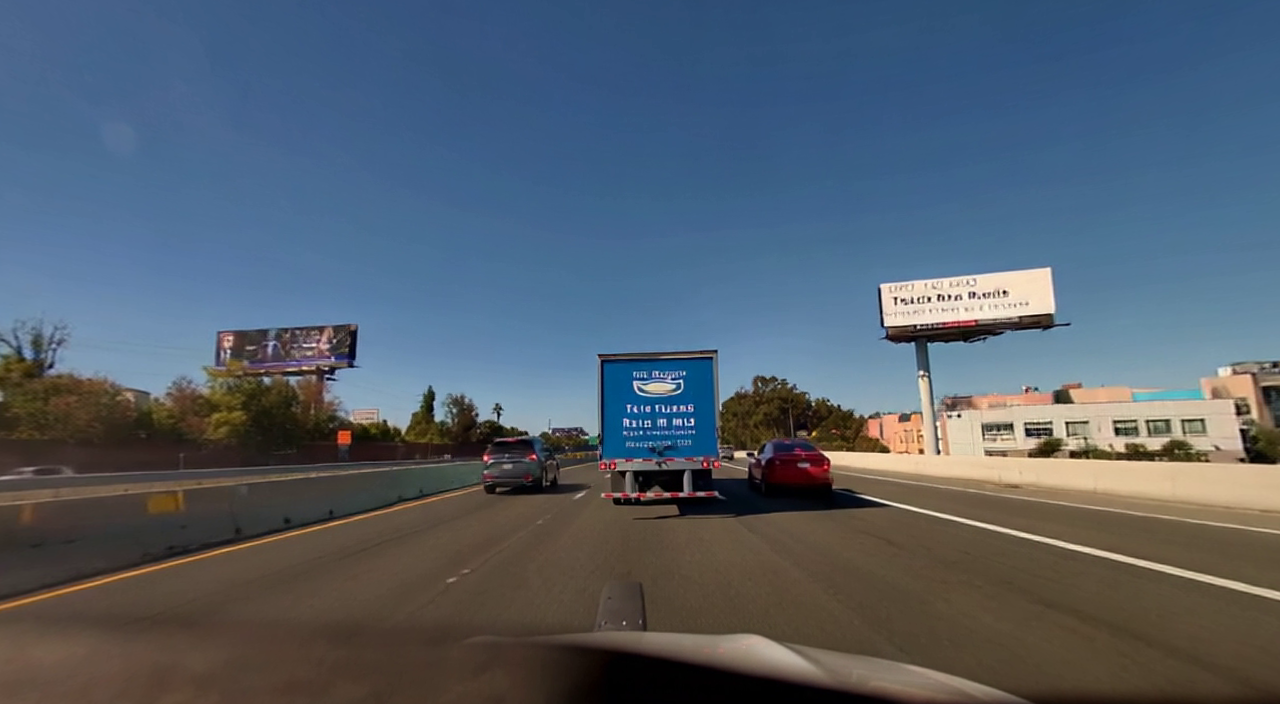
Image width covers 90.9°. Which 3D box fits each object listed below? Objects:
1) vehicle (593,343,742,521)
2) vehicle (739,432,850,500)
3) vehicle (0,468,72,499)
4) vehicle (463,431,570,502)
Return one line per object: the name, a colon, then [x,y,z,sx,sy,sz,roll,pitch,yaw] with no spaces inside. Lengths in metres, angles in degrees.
vehicle: [0.588,2.090,16.053,2.733,3.296,8.571,0,-8,1]
vehicle: [4.219,3.183,18.044,2.066,1.692,4.339,0,-8,0]
vehicle: [-34.928,7.331,35.156,1.786,1.506,4.667,-2,-9,8]
vehicle: [-3.359,3.202,18.107,2.030,1.757,4.509,0,-8,2]
